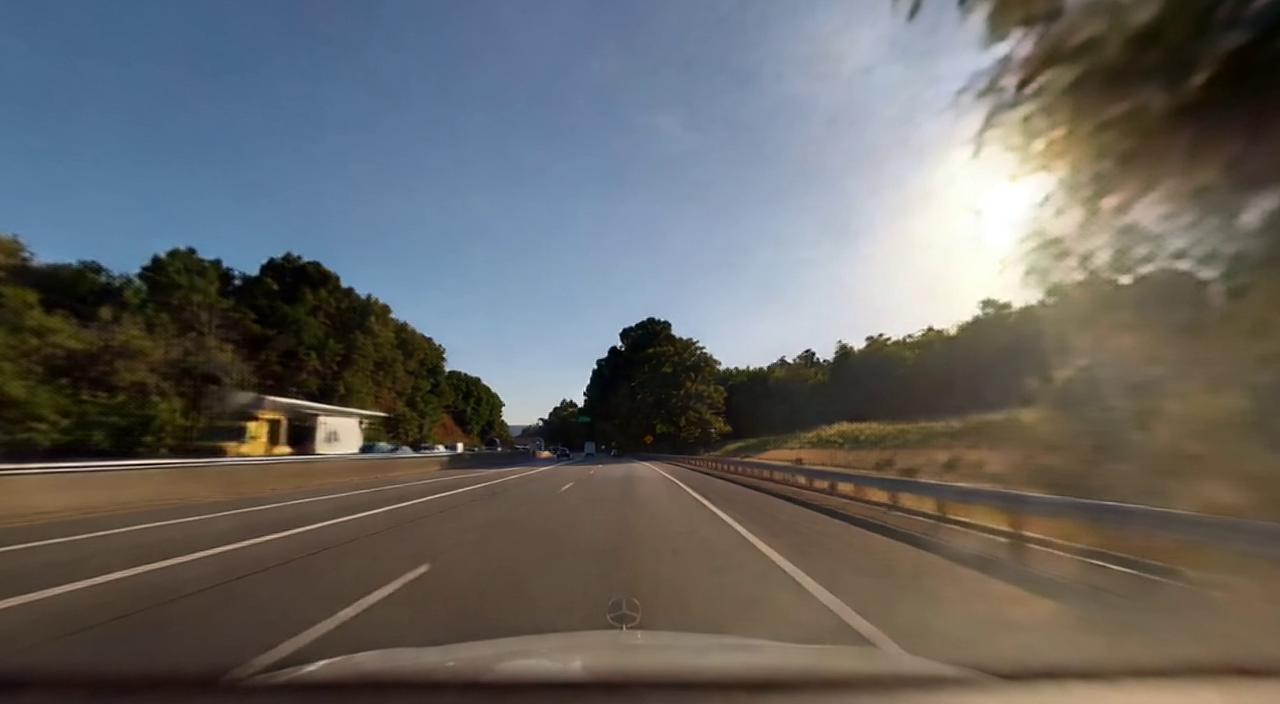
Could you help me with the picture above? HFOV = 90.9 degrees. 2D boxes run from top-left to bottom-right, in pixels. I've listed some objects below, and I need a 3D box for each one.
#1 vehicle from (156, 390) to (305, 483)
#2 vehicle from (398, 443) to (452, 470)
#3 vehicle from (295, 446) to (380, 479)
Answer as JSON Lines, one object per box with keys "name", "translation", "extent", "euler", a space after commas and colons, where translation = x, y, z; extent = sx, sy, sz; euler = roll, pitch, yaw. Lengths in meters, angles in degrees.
{"name": "vehicle", "translation": [-19.308, 4.052, 30.261], "extent": [3.004, 3.954, 5.872], "euler": [1, -8, 0]}
{"name": "vehicle", "translation": [-14.571, 7.116, 42.962], "extent": [2.037, 1.711, 4.611], "euler": [0, -9, 1]}
{"name": "vehicle", "translation": [-14.800, 5.423, 31.127], "extent": [1.972, 1.486, 4.484], "euler": [0, -9, 0]}
